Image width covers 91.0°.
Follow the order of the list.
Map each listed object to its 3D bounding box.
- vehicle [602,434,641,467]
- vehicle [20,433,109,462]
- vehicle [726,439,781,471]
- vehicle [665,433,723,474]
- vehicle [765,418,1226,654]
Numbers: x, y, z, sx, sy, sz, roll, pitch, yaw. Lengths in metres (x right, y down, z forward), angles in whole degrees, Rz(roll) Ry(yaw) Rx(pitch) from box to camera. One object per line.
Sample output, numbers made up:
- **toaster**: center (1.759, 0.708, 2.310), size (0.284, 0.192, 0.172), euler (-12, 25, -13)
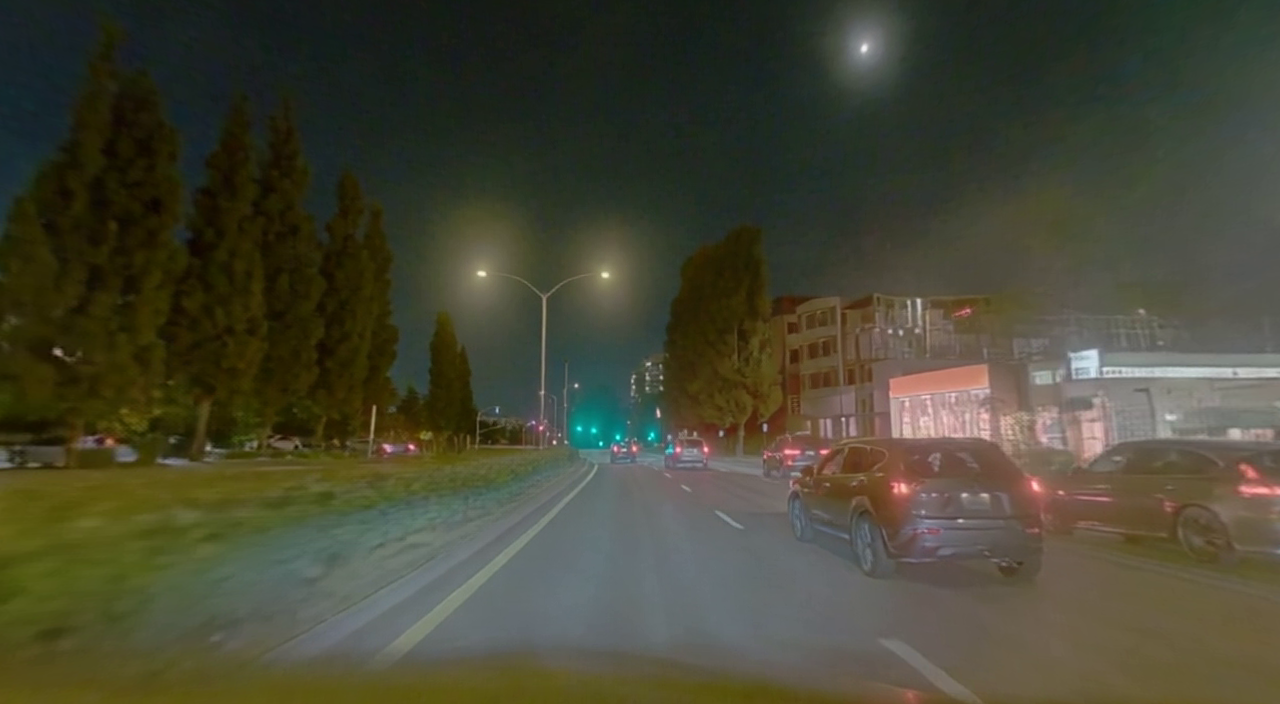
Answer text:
- **vehicle**: center (-1.170, 5.776, 36.889), size (2.051, 1.798, 4.168), euler (1, -8, -5)
- **vehicle**: center (-31.004, 5.171, 34.066), size (1.744, 1.433, 3.823), euler (2, -9, -11)
- **vehicle**: center (6.137, 5.638, 34.635), size (1.954, 1.606, 4.423), euler (1, -8, -4)
- **vehicle**: center (2.410, 4.690, 29.223), size (2.000, 1.745, 4.206), euler (1, -8, -4)
- **vehicle**: center (2.659, 1.462, 6.121), size (1.883, 1.452, 4.258), euler (0, -8, -2)
